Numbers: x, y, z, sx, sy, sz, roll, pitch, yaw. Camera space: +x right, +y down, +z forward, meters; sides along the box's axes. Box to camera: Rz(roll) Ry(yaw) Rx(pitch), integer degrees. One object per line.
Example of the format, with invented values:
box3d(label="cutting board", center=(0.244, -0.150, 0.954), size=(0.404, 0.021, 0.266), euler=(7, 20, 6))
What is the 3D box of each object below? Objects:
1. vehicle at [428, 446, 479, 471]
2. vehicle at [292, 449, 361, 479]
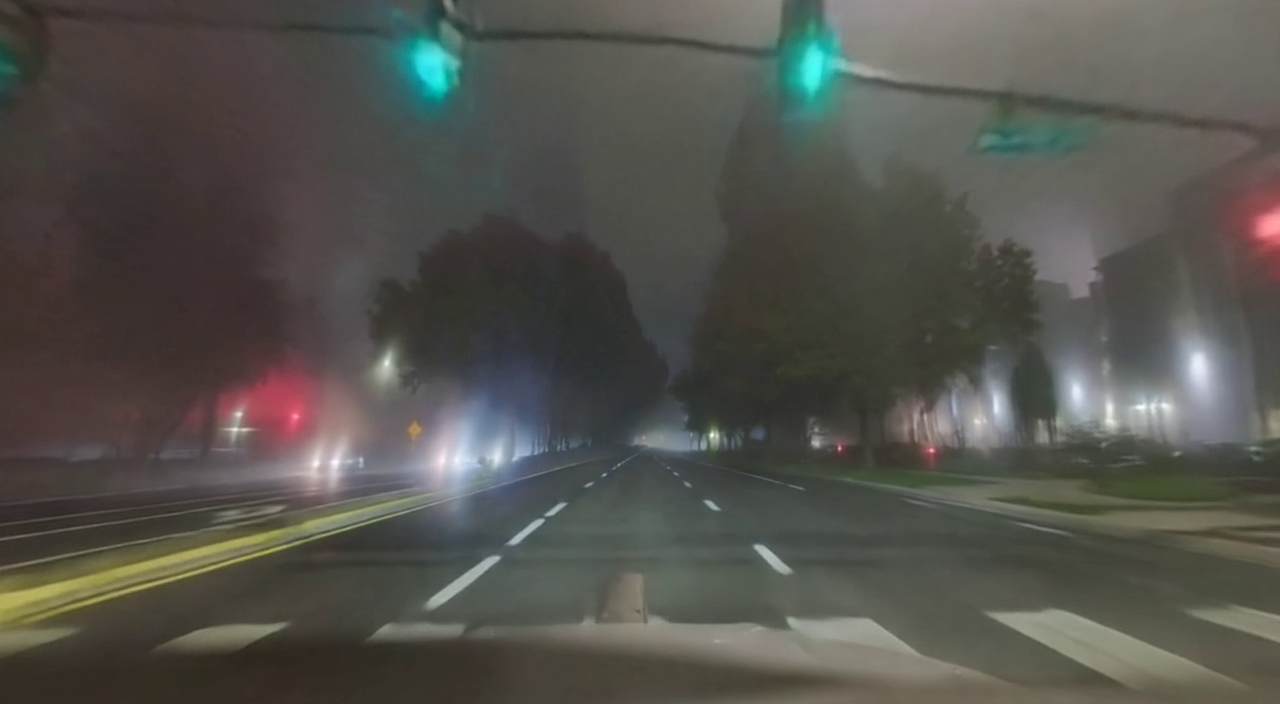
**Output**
box3d(label="vehicle", center=(-11.547, 6.598, 39.131), size=(1.712, 1.459, 4.614), euler=(-1, -8, 1))
box3d(label="vehicle", center=(-18.091, 6.456, 36.495), size=(1.816, 1.527, 4.226), euler=(0, -8, 0))
